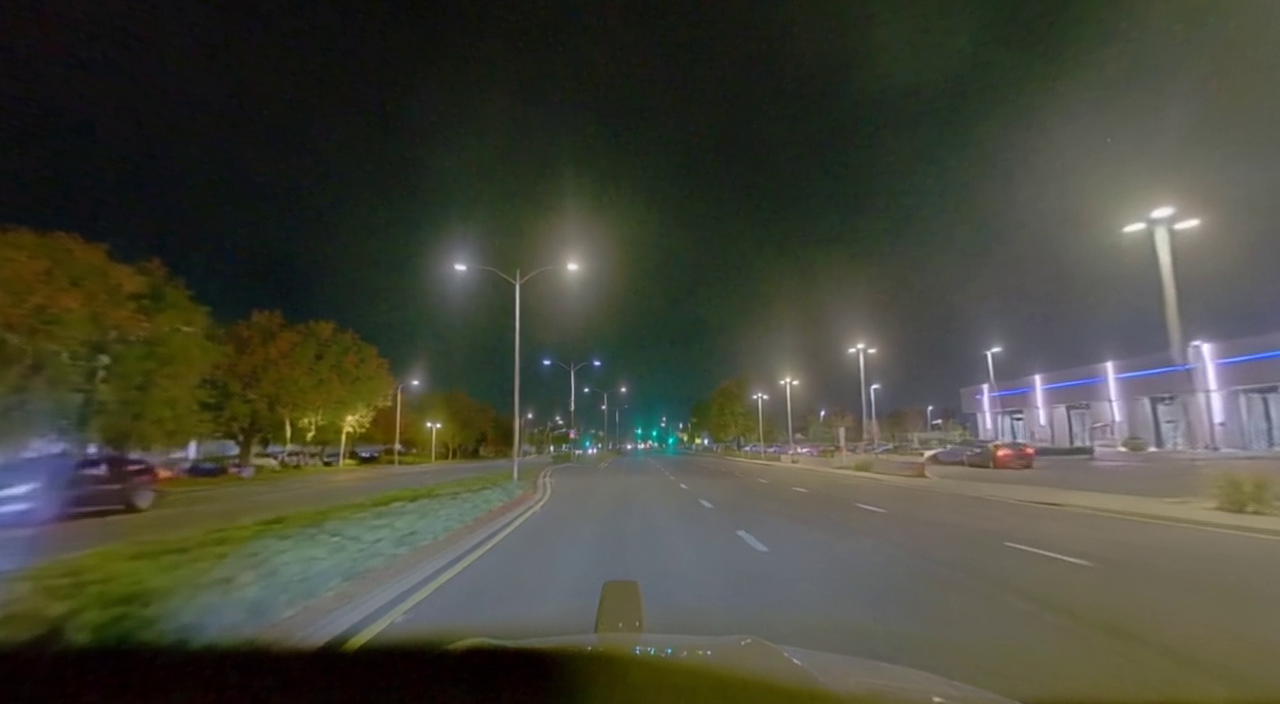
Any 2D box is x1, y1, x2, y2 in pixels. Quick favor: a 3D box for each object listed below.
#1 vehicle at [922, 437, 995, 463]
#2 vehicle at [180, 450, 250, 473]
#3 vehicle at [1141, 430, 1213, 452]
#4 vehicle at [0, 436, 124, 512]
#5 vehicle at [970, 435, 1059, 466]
[{"bbox_3d":[20.873,6.453,41.618,2.048,1.559,4.758,1,-9,-5],"label":"vehicle"},{"bbox_3d":[-31.095,8.006,46.247,4.663,1.565,2.027,-5,-10,25],"label":"vehicle"},{"bbox_3d":[38.154,6.394,44.999,1.766,1.391,3.720,-1,-10,0],"label":"vehicle"},{"bbox_3d":[-16.003,3.024,15.927,1.875,1.766,4.824,0,-8,0],"label":"vehicle"},{"bbox_3d":[21.046,5.593,35.768,1.941,1.511,4.690,-2,-9,-3],"label":"vehicle"}]
